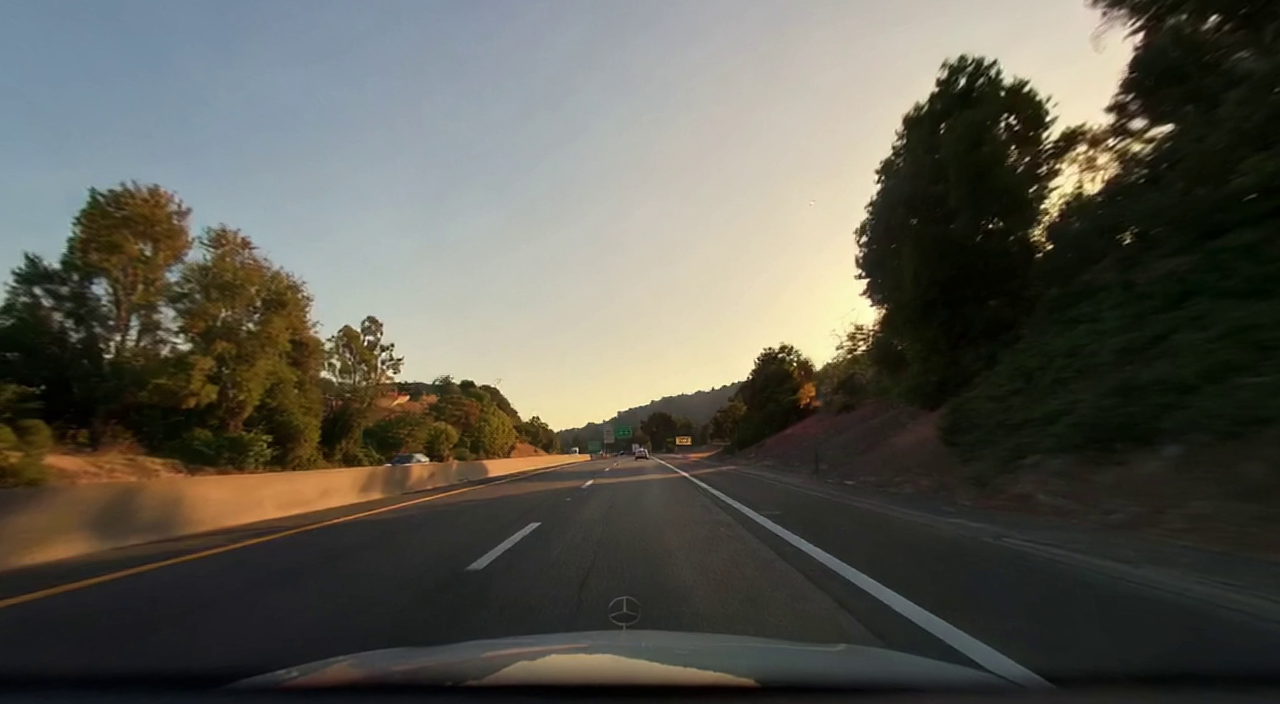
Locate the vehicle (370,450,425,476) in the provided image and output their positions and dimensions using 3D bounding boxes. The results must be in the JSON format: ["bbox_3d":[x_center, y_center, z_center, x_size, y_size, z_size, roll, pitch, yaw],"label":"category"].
[{"bbox_3d":[-16.700,7.633,43.717,2.046,1.696,4.361,0,-9,0],"label":"vehicle"}]
